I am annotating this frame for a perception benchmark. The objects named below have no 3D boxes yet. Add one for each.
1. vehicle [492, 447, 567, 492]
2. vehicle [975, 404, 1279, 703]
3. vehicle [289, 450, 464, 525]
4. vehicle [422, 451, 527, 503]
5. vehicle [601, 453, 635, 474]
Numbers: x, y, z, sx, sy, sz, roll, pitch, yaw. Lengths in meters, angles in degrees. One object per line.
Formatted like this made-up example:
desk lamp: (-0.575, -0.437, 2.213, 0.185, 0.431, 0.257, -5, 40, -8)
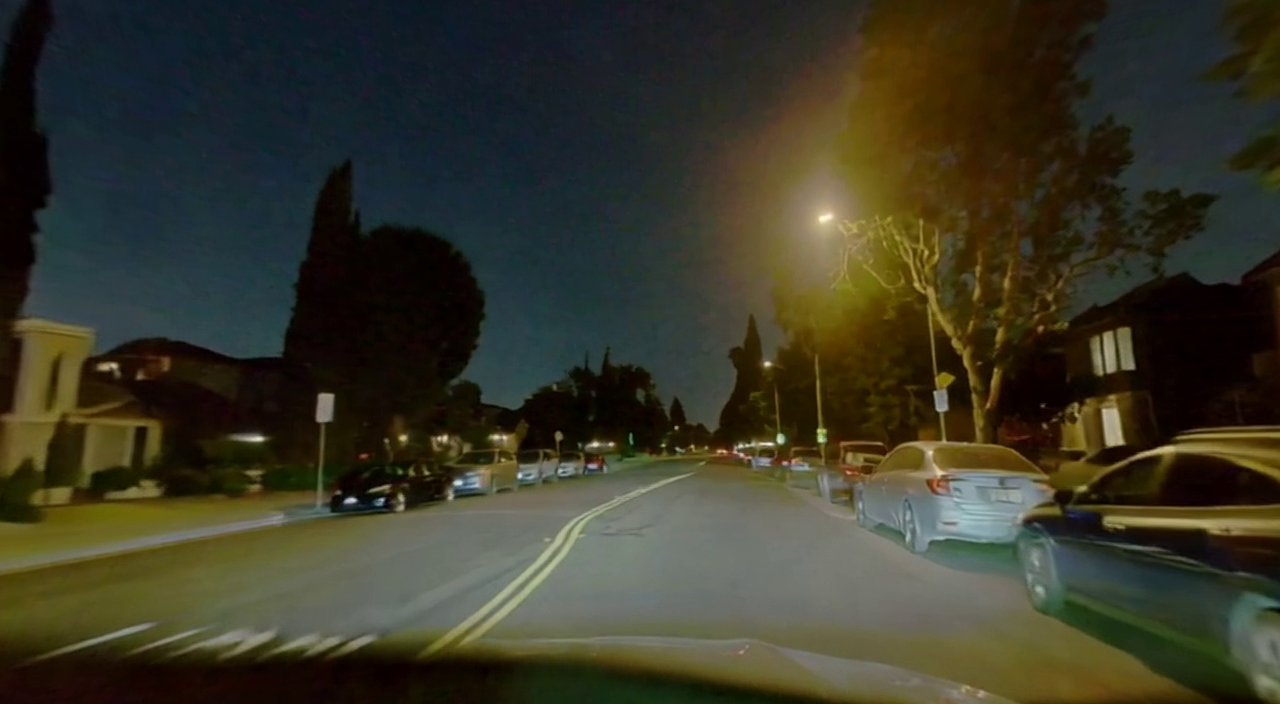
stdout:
vehicle: (-4.674, 5.042, 27.463, 1.973, 1.755, 4.528, -2, -9, 7)
vehicle: (4.480, 1.331, 4.565, 2.062, 1.718, 4.517, -1, -8, 7)
vehicle: (-6.177, 3.208, 15.546, 1.963, 1.470, 4.671, -2, -9, 5)
vehicle: (-5.474, 4.186, 21.571, 1.948, 1.477, 4.518, -2, -9, 7)
vehicle: (-1.645, 8.710, 49.273, 1.903, 1.463, 4.526, -2, -8, 8)
